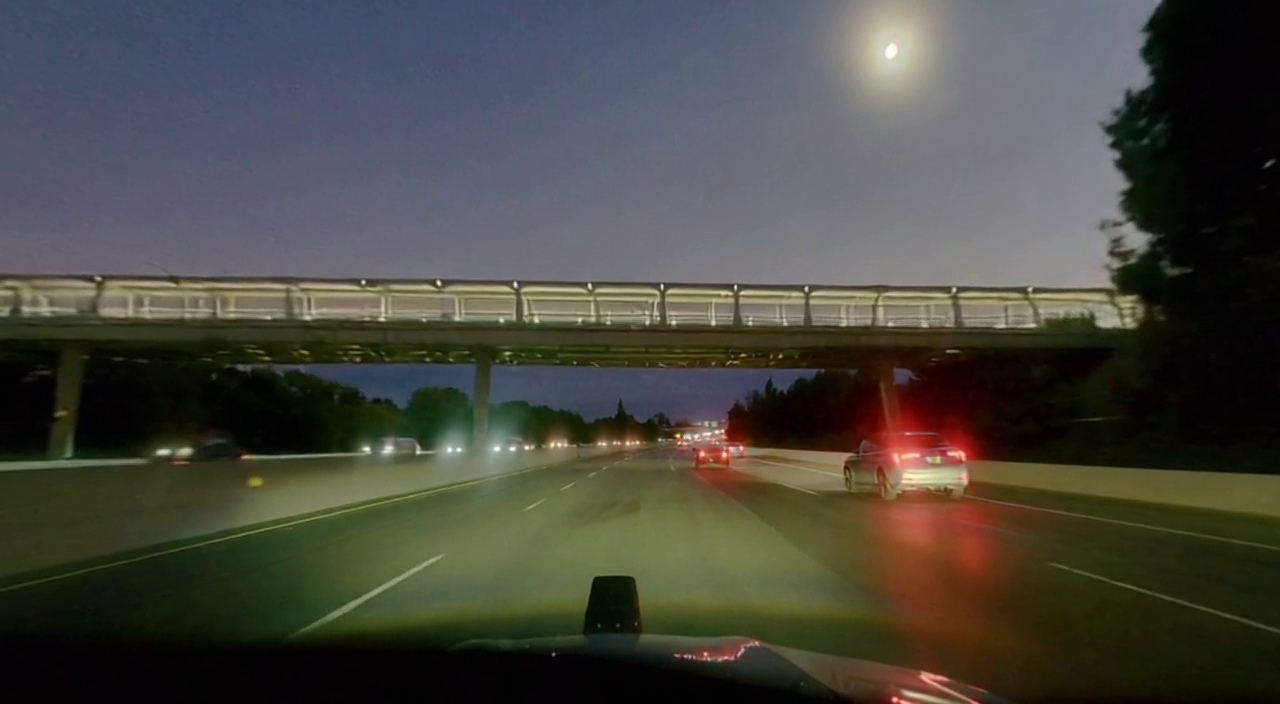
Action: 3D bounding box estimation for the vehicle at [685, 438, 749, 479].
[{"bbox_3d":[2.981,4.229,25.301,1.981,1.471,4.342,0,-9,0],"label":"vehicle"}]

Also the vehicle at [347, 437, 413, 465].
[{"bbox_3d":[-19.460,7.447,47.685,2.242,1.980,6.315,0,-9,1],"label":"vehicle"}]

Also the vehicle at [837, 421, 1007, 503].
[{"bbox_3d":[7.068,2.821,16.600,2.087,1.806,4.946,0,-9,-1],"label":"vehicle"}]

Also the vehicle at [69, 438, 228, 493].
[{"bbox_3d":[-16.008,3.685,20.908,1.878,1.609,4.143,0,-8,0],"label":"vehicle"}]
